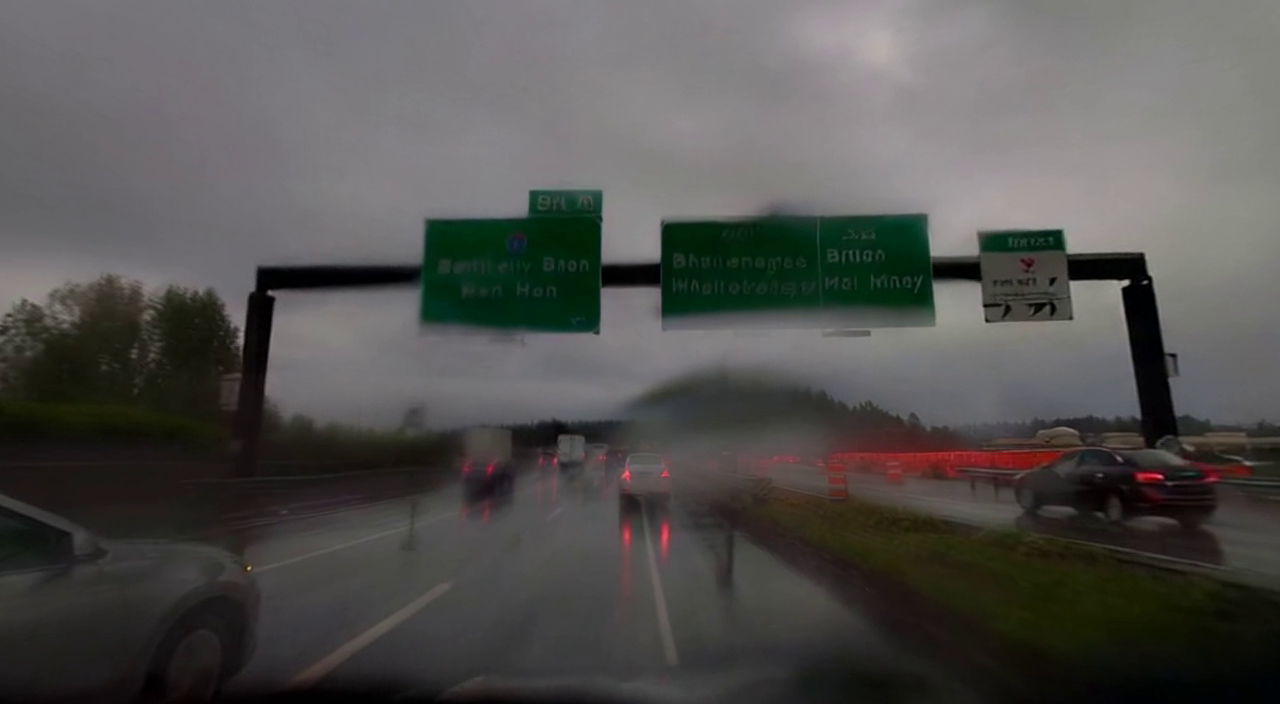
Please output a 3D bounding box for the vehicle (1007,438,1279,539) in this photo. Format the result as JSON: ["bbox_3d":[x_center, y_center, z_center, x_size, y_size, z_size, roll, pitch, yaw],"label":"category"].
[{"bbox_3d":[8.651,2.312,11.215,1.935,1.470,3.589,0,-9,-2],"label":"vehicle"}]

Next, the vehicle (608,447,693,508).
[{"bbox_3d":[0.262,3.356,17.205,2.080,1.451,3.512,0,-9,0],"label":"vehicle"}]

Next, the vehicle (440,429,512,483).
[{"bbox_3d":[-7.552,4.845,29.553,2.204,2.295,4.830,0,-9,-2],"label":"vehicle"}]

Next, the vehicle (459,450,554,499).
[{"bbox_3d":[-4.198,3.926,20.508,2.063,1.417,4.000,-1,-9,2],"label":"vehicle"}]
